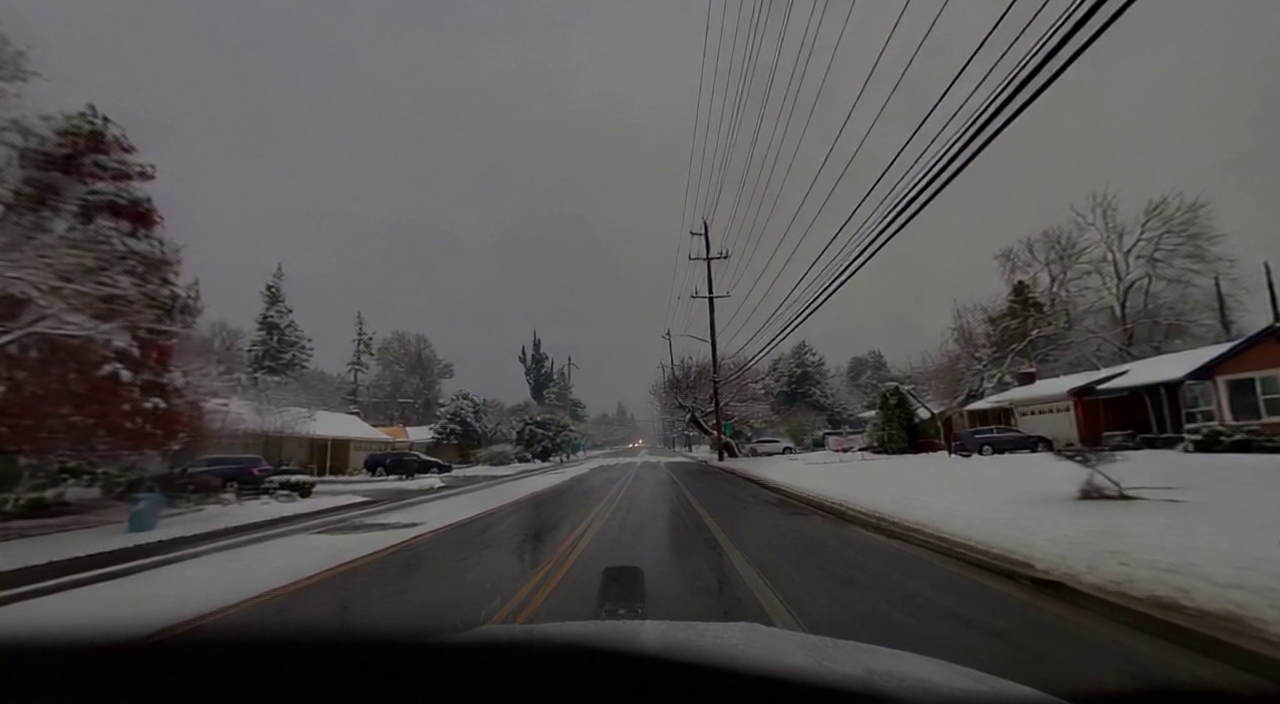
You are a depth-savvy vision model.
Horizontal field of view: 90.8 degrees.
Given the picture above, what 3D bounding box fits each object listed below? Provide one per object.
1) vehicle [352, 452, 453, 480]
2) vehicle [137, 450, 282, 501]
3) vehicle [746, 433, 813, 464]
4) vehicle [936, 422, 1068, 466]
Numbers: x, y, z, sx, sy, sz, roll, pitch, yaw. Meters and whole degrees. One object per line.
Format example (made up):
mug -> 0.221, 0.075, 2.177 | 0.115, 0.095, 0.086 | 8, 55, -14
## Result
vehicle -> -12.826, 6.138, 34.219 | 4.718, 1.454, 1.843 | -1, -9, 5
vehicle -> -15.335, 4.386, 22.912 | 1.816, 1.614, 4.866 | 0, -9, 0
vehicle -> 10.568, 7.353, 48.271 | 4.574, 1.699, 2.093 | -8, -8, 5
vehicle -> 14.465, 3.714, 25.414 | 4.078, 1.516, 1.798 | -3, -9, 2
